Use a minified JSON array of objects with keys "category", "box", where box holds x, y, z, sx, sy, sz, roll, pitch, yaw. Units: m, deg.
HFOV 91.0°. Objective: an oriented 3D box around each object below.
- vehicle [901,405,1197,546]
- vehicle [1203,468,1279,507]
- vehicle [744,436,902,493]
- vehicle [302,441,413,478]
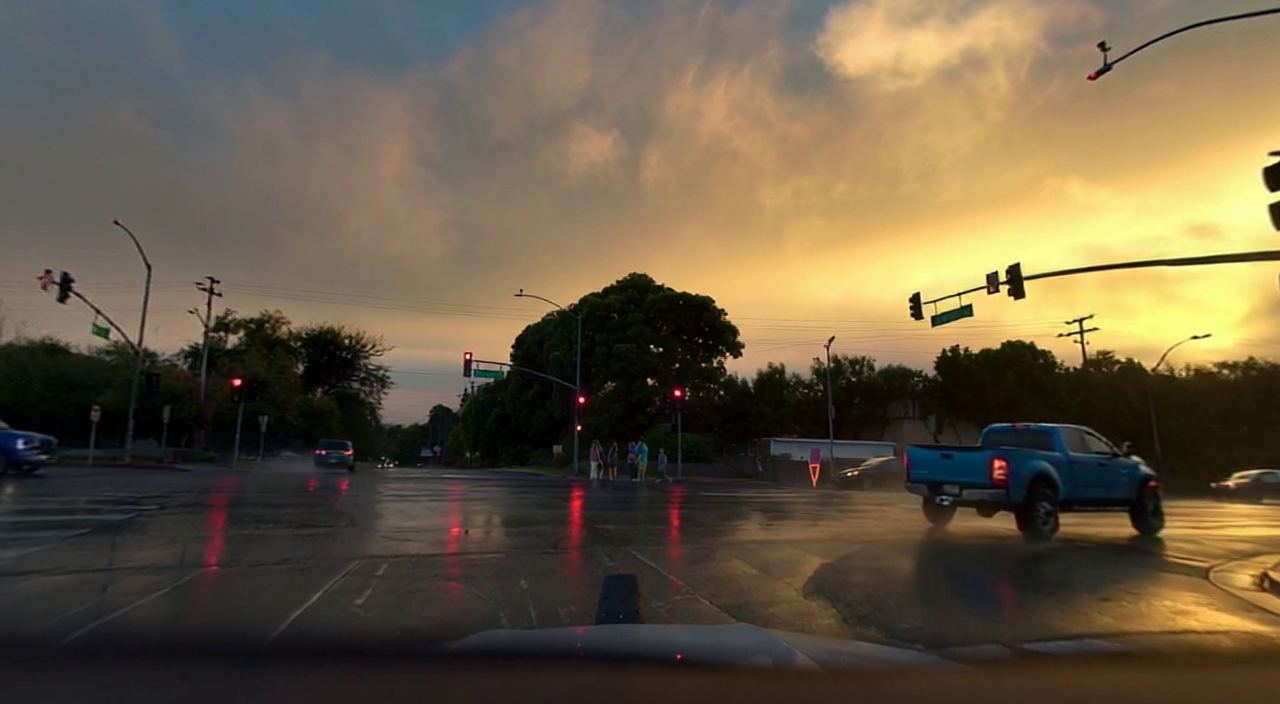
[{"category":"vehicle","box":[8.880,2.538,13.629,5.978,2.400,2.851,5,-10,-30]},{"category":"vehicle","box":[26.406,5.609,26.163,4.322,1.522,1.795,1,-9,-4]},{"category":"vehicle","box":[7.107,4.406,24.841,5.535,1.896,2.170,3,-9,-6]},{"category":"vehicle","box":[-12.907,4.923,29.156,1.964,1.525,4.750,-2,-9,17]}]
